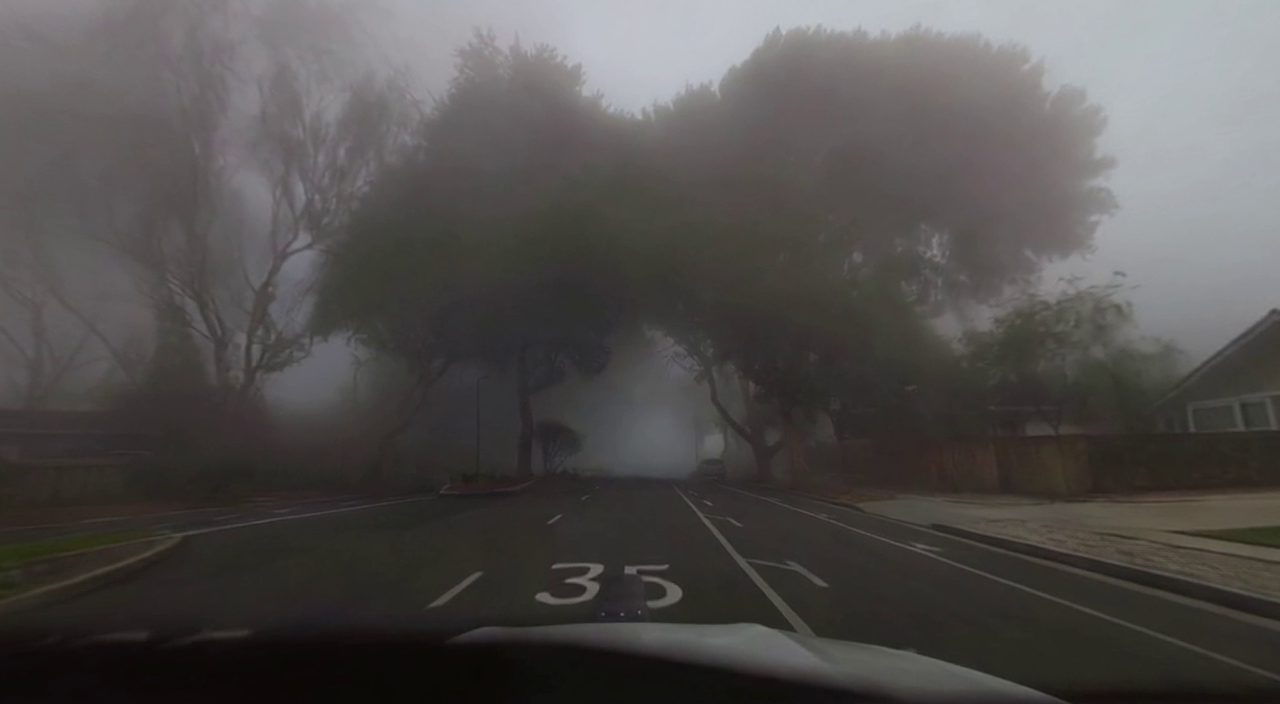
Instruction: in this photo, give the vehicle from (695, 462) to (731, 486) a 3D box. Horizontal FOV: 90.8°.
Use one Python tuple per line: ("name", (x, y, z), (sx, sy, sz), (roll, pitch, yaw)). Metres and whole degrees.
("vehicle", (5.130, 8.652, 44.913), (1.904, 1.475, 4.386), (0, -9, -1))
